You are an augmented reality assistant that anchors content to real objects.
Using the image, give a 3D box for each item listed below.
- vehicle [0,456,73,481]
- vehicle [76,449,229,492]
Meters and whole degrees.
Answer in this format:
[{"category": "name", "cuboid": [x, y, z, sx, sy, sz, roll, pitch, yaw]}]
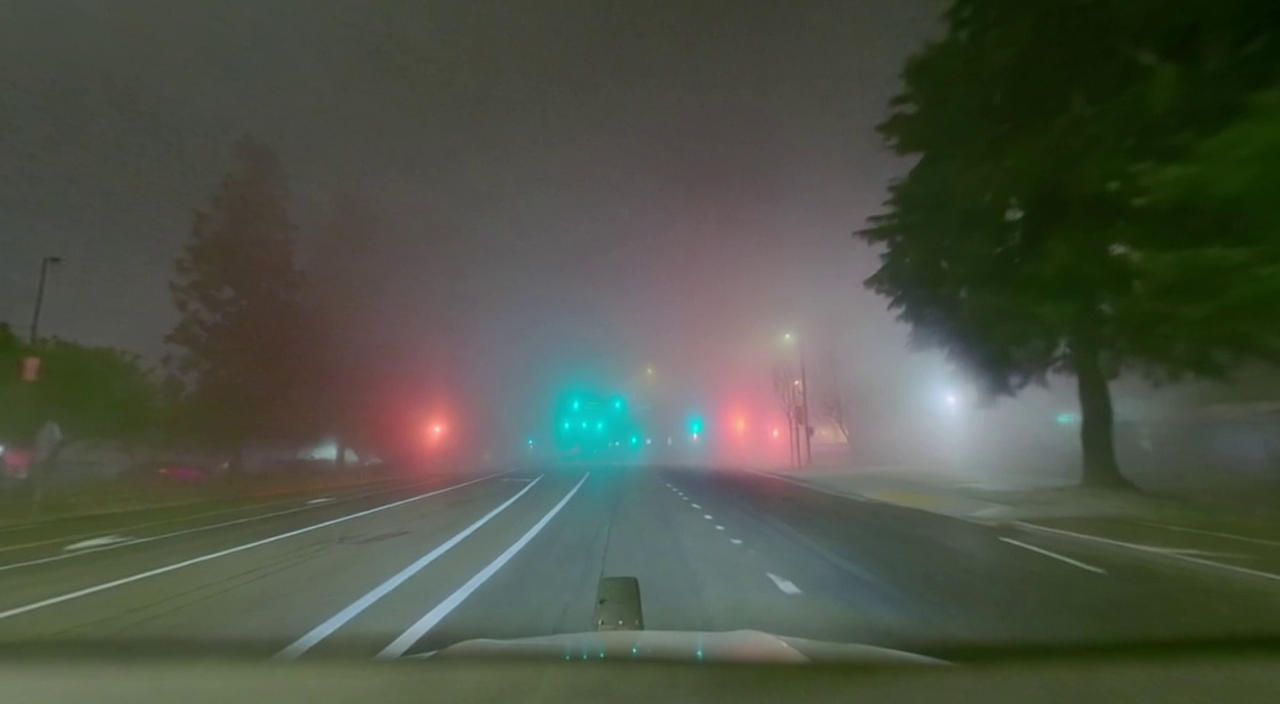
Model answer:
[{"category": "vehicle", "cuboid": [-40.163, 7.588, 41.079, 4.333, 1.513, 2.071, 2, -9, -12]}, {"category": "vehicle", "cuboid": [-24.103, 5.841, 31.464, 5.473, 1.957, 2.253, 1, -9, -7]}]
